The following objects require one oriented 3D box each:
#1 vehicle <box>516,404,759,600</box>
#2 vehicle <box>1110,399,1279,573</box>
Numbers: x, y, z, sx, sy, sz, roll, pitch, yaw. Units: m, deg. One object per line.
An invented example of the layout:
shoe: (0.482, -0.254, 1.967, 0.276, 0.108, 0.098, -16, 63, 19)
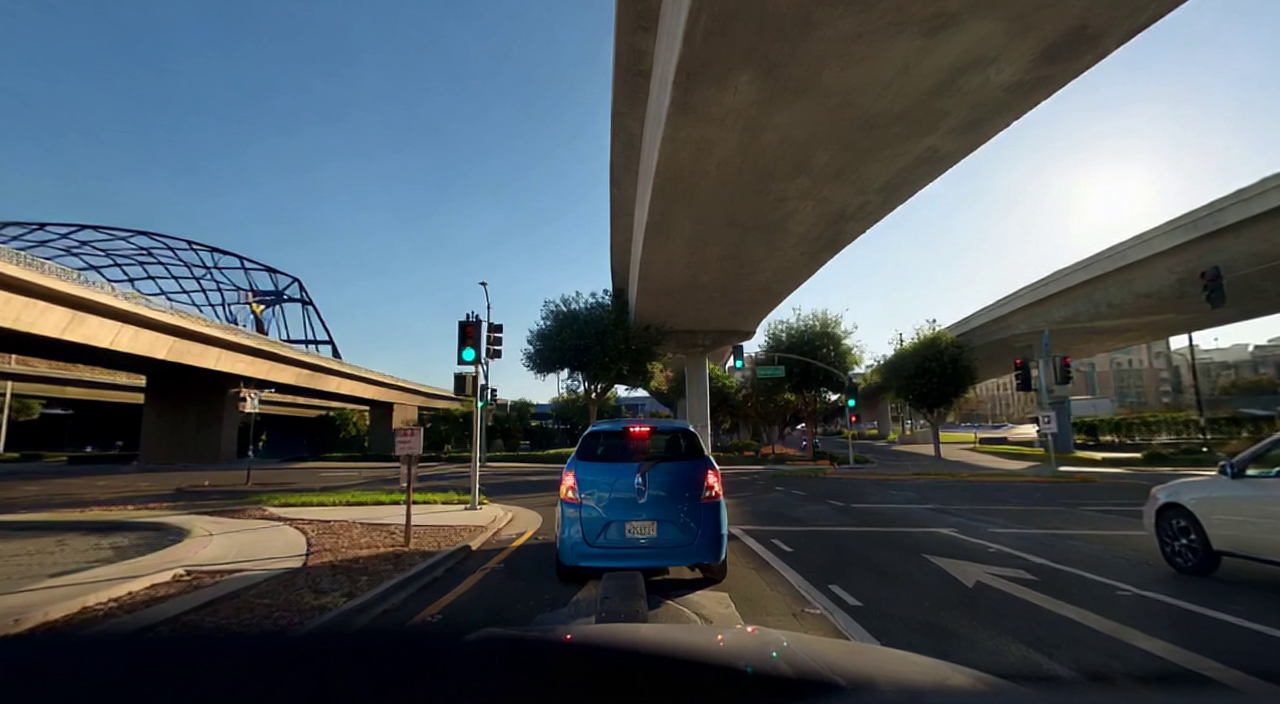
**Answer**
vehicle: (0.015, 1.514, 7.107, 1.976, 1.584, 3.772, 0, -9, 1)
vehicle: (7.620, 1.379, 6.452, 2.055, 1.776, 4.646, 0, -9, 1)
